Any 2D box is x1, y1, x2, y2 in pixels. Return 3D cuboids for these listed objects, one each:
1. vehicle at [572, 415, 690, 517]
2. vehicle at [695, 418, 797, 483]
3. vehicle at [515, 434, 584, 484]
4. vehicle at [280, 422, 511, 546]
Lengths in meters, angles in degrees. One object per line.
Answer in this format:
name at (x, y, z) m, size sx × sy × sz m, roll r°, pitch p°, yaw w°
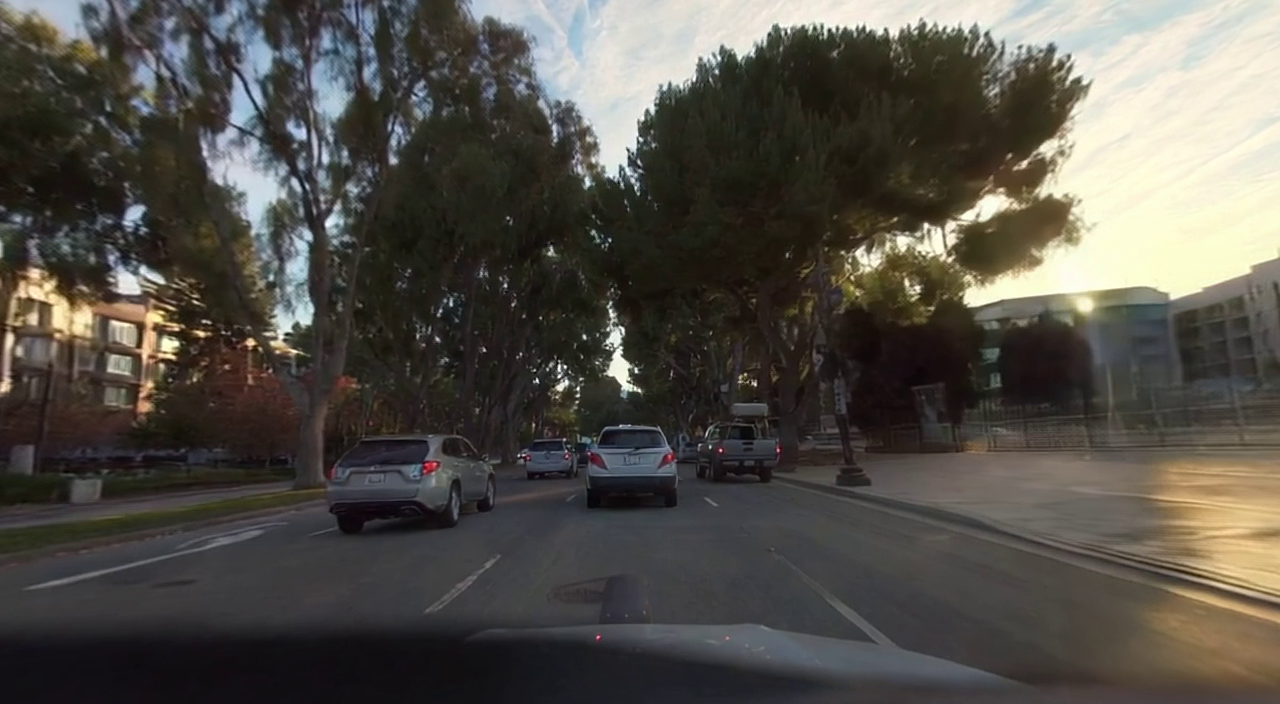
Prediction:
vehicle at (-0.132, 2.297, 13.117) m, size 2.075 × 1.770 × 4.018 m, roll 0°, pitch -8°, yaw 1°
vehicle at (3.665, 3.613, 23.261) m, size 2.655 × 2.054 × 6.098 m, roll 0°, pitch -8°, yaw 0°
vehicle at (-3.216, 3.882, 23.169) m, size 1.894 × 1.642 × 3.861 m, roll 0°, pitch -8°, yaw 1°
vehicle at (-3.735, 2.095, 10.746) m, size 1.959 × 1.614 × 4.676 m, roll 0°, pitch -8°, yaw 1°
